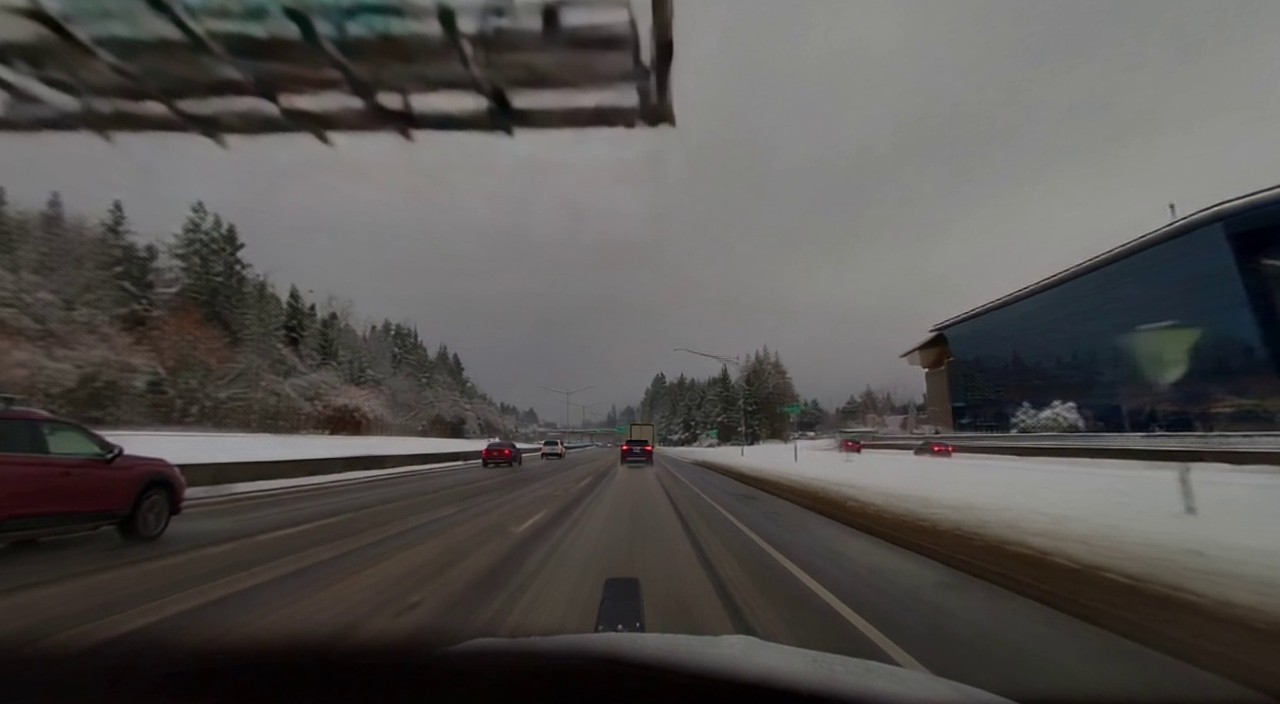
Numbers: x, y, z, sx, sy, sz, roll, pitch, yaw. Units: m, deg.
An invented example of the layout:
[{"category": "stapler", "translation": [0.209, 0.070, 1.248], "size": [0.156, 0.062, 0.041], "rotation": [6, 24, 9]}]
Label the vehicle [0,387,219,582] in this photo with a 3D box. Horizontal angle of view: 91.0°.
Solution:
[{"category": "vehicle", "translation": [-7.145, 1.338, 6.489], "size": [2.146, 1.834, 4.999], "rotation": [0, -9, 0]}]

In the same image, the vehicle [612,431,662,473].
[{"category": "vehicle", "translation": [-0.130, 4.843, 30.751], "size": [2.245, 1.863, 4.801], "rotation": [0, -9, 0]}]

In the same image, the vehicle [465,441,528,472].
[{"category": "vehicle", "translation": [-7.247, 5.315, 32.242], "size": [2.074, 1.495, 4.643], "rotation": [0, -9, 1]}]

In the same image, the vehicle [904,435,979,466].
[{"category": "vehicle", "translation": [17.113, 5.631, 36.053], "size": [2.019, 1.657, 4.582], "rotation": [0, -9, 0]}]
